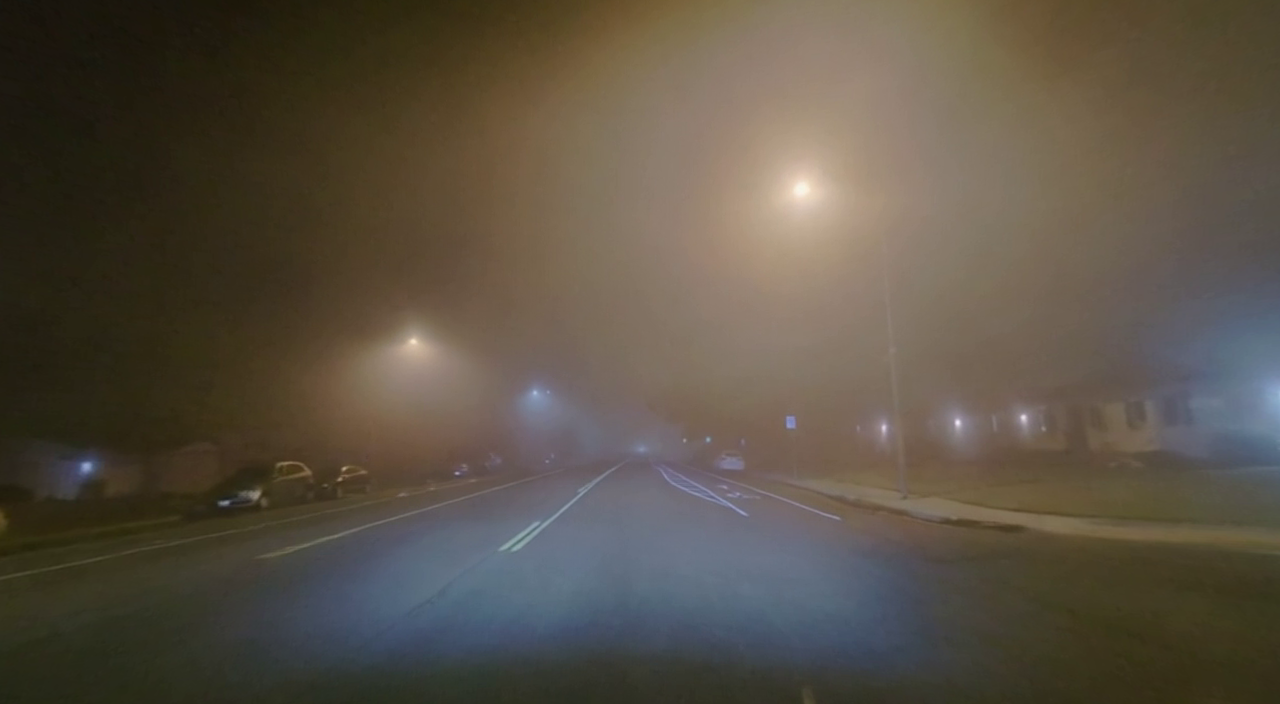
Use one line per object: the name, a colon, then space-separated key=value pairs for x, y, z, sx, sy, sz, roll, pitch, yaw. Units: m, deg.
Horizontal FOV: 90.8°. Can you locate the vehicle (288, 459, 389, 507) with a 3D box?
vehicle: x=-12.190 y=5.284 z=25.889 sx=1.872 sy=1.472 sz=4.719 roll=-6 pitch=-9 yaw=-1

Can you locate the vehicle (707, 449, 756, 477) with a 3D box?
vehicle: x=5.003 y=6.111 z=35.098 sx=1.923 sy=1.454 sz=4.460 roll=0 pitch=-9 yaw=-2

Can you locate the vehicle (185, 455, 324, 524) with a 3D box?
vehicle: x=-12.627 y=4.460 z=21.056 sx=1.988 sy=1.741 sz=4.379 roll=-7 pitch=-9 yaw=-1

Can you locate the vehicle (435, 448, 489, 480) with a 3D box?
vehicle: x=-12.198 y=7.742 z=43.737 sx=2.156 sy=1.935 sz=5.464 roll=-3 pitch=-10 yaw=0
